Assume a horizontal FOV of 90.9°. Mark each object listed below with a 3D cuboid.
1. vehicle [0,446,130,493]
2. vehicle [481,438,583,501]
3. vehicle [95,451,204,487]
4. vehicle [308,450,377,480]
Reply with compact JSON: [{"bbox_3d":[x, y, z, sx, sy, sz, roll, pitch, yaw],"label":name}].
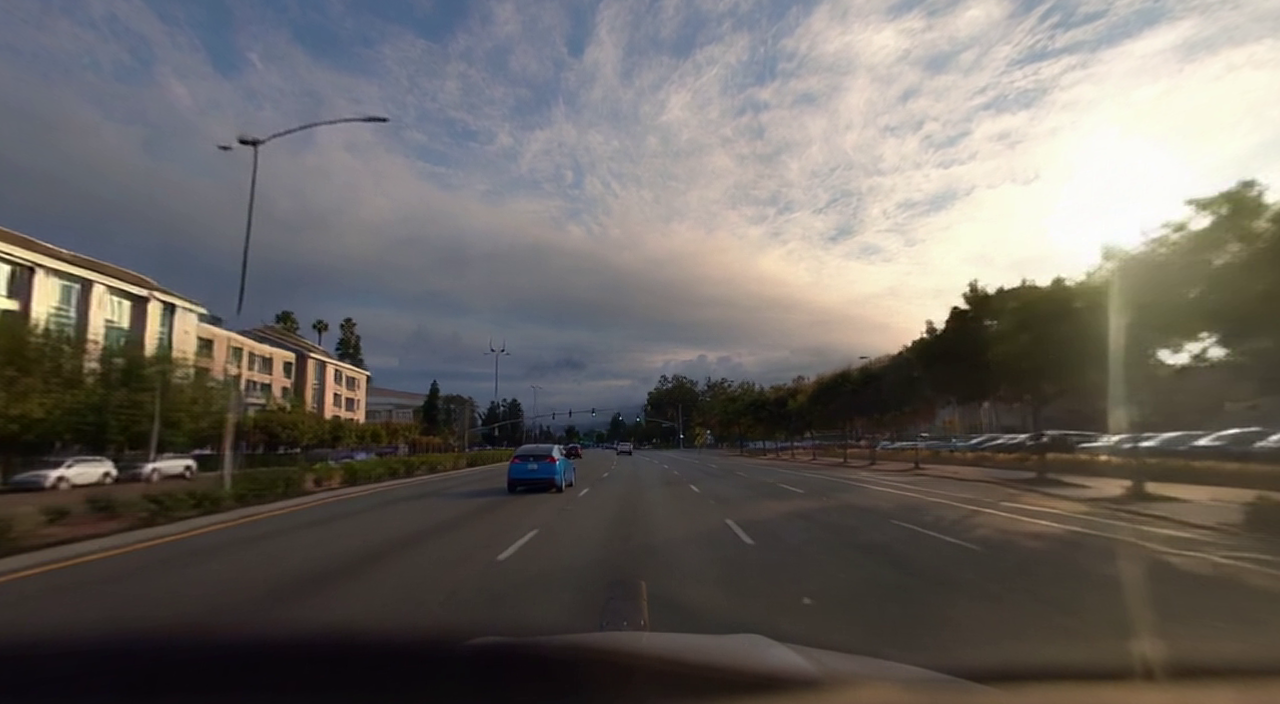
[{"bbox_3d":[-26.678,5.366,29.051,2.207,1.909,4.831,1,-9,0],"label":"vehicle"},{"bbox_3d":[-2.875,3.228,17.841,2.009,1.489,4.543,-2,-8,1],"label":"vehicle"},{"bbox_3d":[-26.506,6.309,34.311,1.786,1.713,4.992,1,-9,1],"label":"vehicle"},{"bbox_3d":[-16.670,6.302,35.552,1.890,1.479,4.484,-1,-8,-2],"label":"vehicle"}]
